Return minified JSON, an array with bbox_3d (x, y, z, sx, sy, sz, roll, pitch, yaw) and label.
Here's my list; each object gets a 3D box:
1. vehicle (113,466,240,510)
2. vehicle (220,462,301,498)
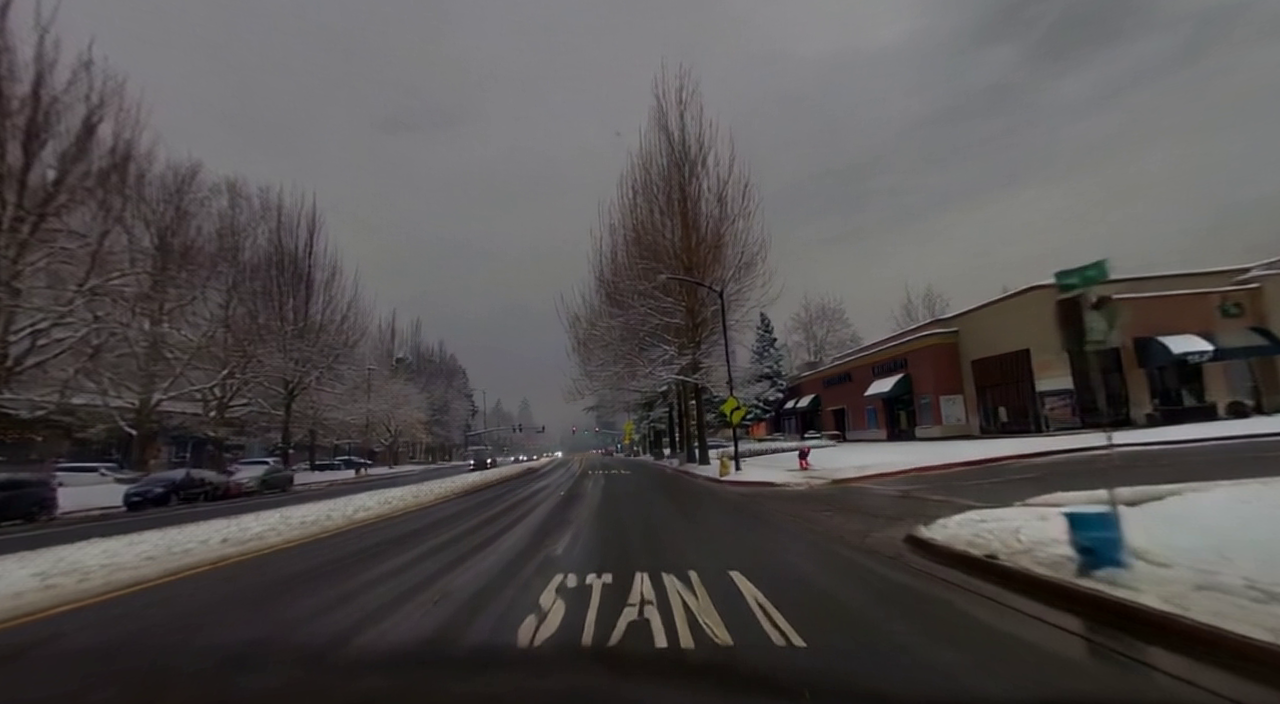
[{"bbox_3d":[-18.892,5.550,25.896,1.887,1.490,4.432,0,-9,-1],"label":"vehicle"},{"bbox_3d":[-19.349,6.525,32.223,1.896,1.495,4.108,-4,-9,-5],"label":"vehicle"}]
